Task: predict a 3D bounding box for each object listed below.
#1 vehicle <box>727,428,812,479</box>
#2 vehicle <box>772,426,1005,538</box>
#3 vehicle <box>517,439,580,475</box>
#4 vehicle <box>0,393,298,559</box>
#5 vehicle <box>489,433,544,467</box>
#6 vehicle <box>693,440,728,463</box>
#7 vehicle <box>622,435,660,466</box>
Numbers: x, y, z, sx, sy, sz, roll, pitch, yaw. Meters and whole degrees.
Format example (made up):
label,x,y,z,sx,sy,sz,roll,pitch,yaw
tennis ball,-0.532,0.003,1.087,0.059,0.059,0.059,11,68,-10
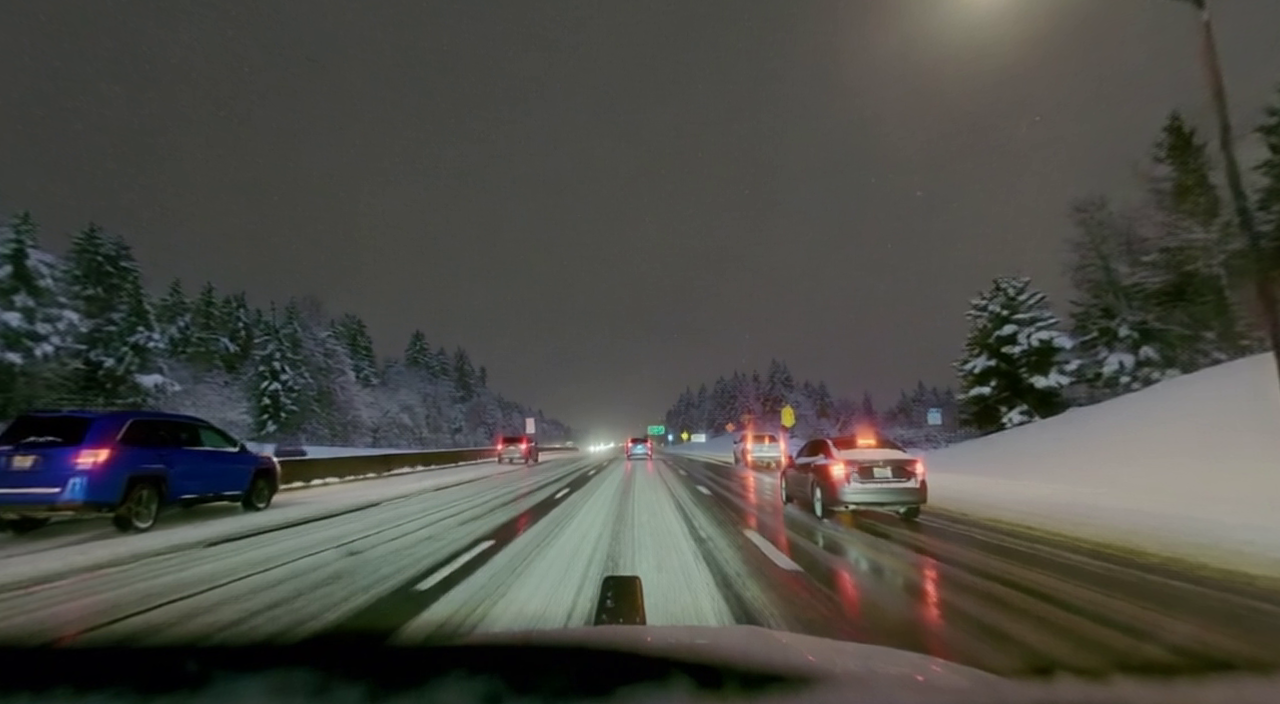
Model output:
label,x,y,z,sx,sy,sz,roll,pitch,yaw
vehicle,4.876,3.908,24.372,2.335,1.759,4.297,0,-9,0
vehicle,3.841,2.109,10.841,2.141,1.507,4.510,0,-9,0
vehicle,-3.944,4.613,27.876,2.071,1.478,4.130,0,-9,1
vehicle,-7.484,1.740,9.414,2.142,1.849,4.566,0,-9,0
vehicle,-6.887,5.522,35.563,2.111,1.811,4.391,0,-9,1
vehicle,4.847,6.917,43.818,1.944,1.465,4.245,0,-9,0
vehicle,0.037,5.872,37.638,2.158,1.706,4.219,0,-9,-1
